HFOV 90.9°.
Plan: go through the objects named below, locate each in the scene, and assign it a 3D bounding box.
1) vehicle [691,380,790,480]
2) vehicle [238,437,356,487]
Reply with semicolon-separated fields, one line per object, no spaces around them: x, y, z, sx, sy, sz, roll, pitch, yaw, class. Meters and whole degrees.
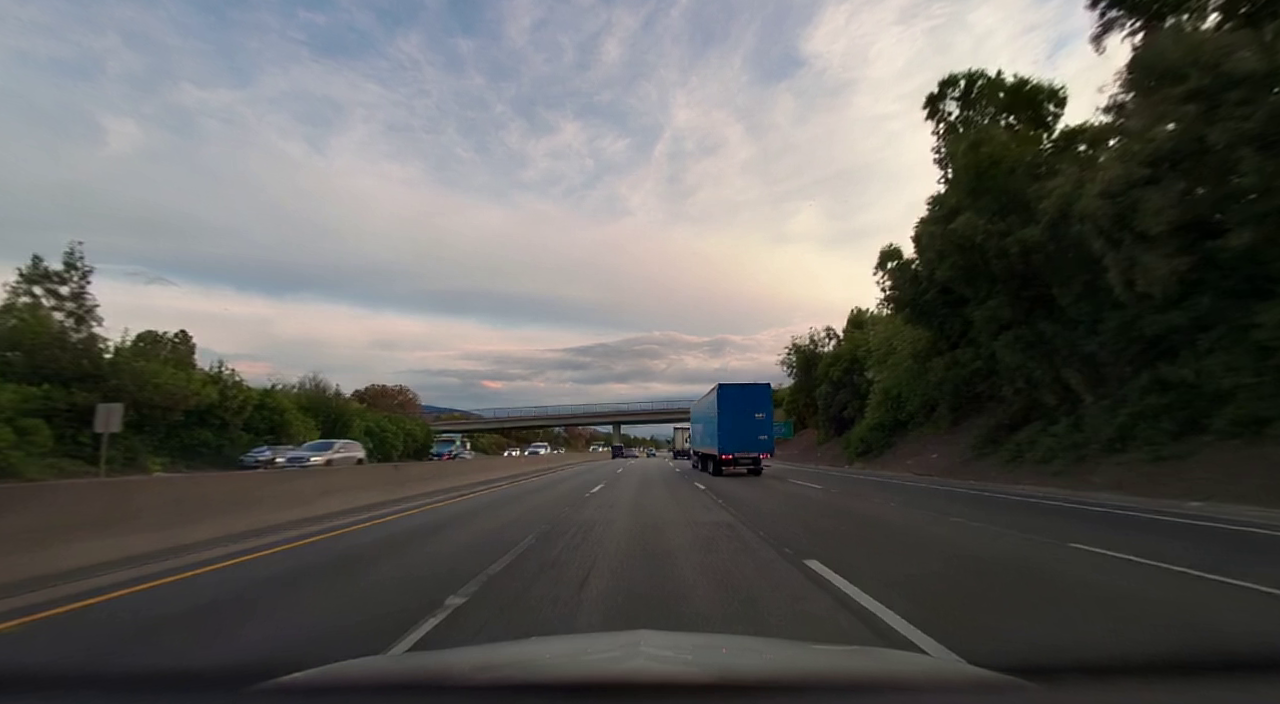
4.639;4.257;32.632;2.825;4.054;14.210;0;-9;0;vehicle
-14.005;4.509;26.130;2.197;1.839;4.747;0;-9;0;vehicle
